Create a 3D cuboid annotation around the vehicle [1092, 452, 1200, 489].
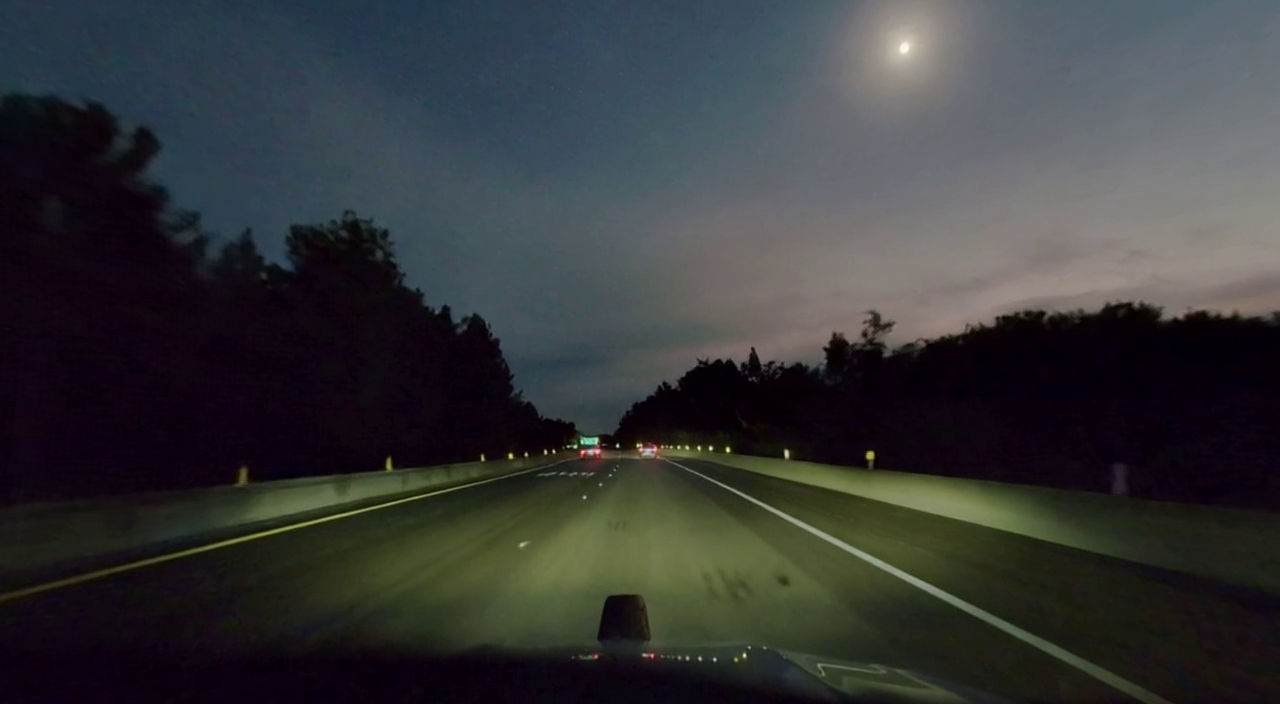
[{"bbox_3d":[24.102,5.616,30.238,1.889,1.560,4.976,-2,-8,12],"label":"vehicle"}]
